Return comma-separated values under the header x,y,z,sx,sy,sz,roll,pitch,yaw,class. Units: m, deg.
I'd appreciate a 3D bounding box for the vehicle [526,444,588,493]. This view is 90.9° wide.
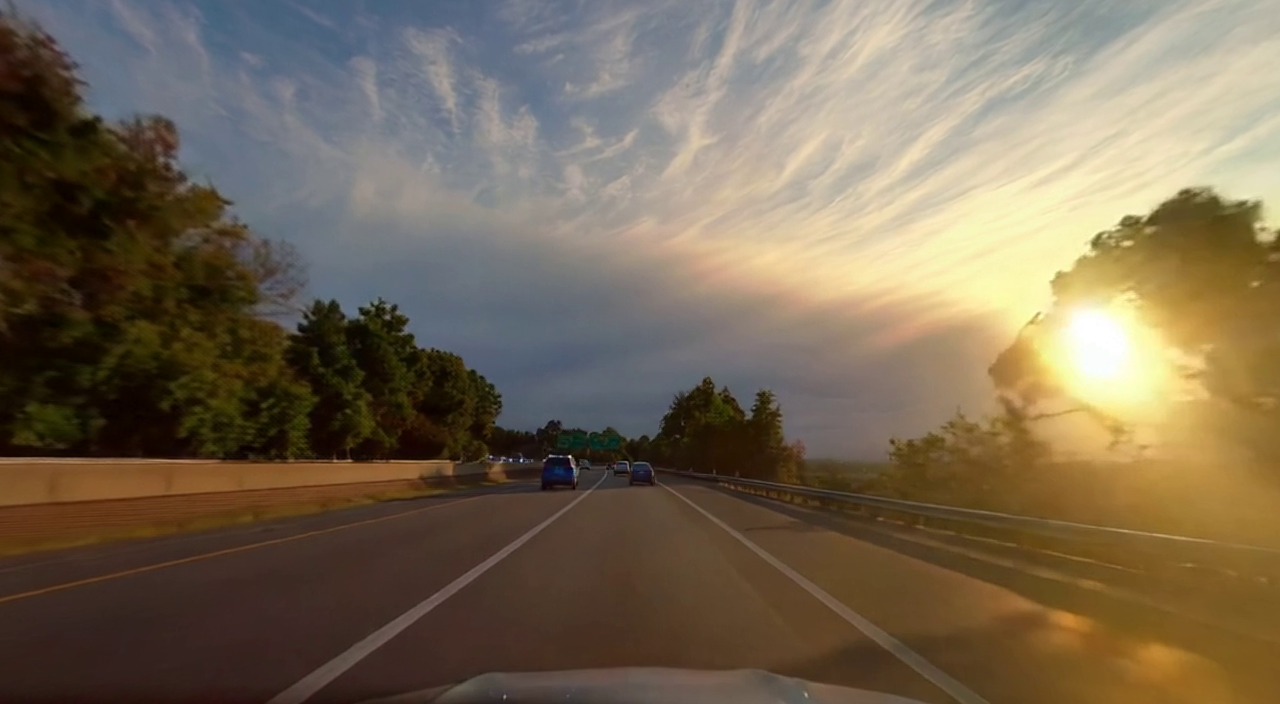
x,y,z,sx,sy,sz,roll,pitch,yaw,class
-3.873,5.551,30.200,2.237,2.113,4.815,0,-10,0,vehicle

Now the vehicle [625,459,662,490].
x,y,z,sx,sy,sz,roll,pitch,yaw,class
0.141,6.761,34.922,1.905,1.559,3.491,1,-10,-2,vehicle
